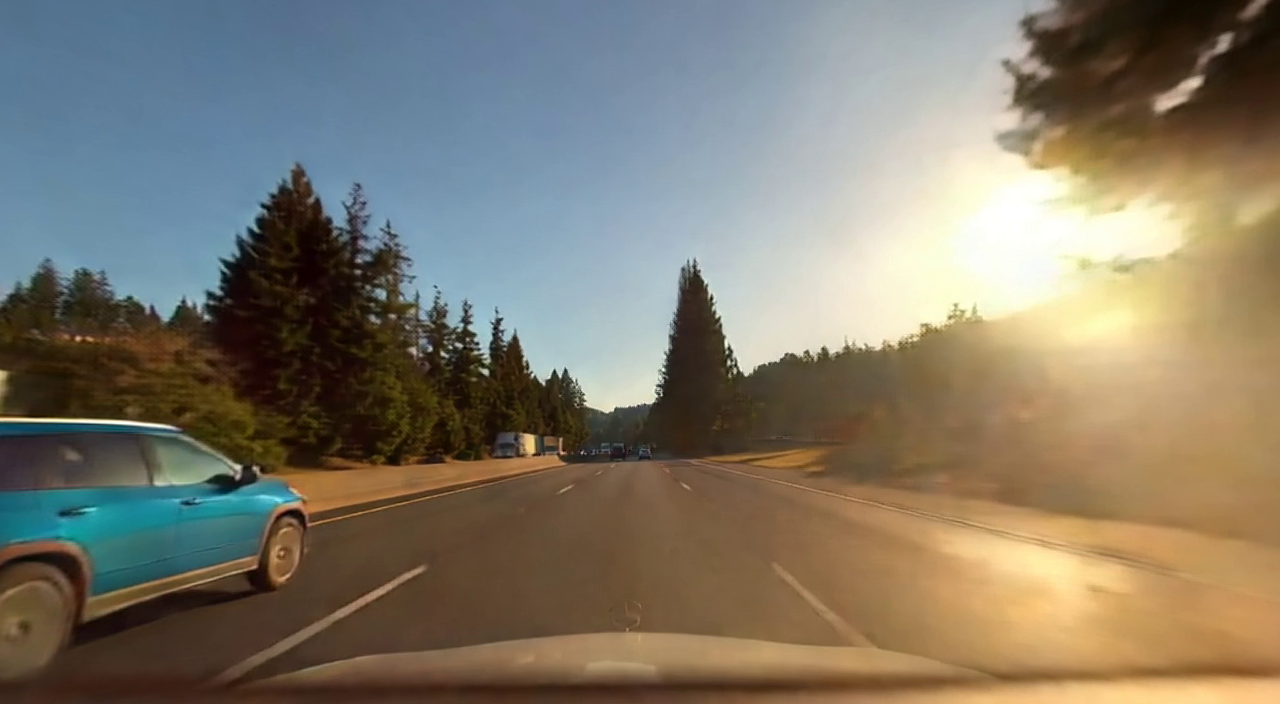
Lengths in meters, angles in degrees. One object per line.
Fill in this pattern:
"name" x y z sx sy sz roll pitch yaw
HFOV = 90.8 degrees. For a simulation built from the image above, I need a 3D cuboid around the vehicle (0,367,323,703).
"vehicle" -4.340 1.084 4.114 2.110 1.727 4.607 0 -8 0
